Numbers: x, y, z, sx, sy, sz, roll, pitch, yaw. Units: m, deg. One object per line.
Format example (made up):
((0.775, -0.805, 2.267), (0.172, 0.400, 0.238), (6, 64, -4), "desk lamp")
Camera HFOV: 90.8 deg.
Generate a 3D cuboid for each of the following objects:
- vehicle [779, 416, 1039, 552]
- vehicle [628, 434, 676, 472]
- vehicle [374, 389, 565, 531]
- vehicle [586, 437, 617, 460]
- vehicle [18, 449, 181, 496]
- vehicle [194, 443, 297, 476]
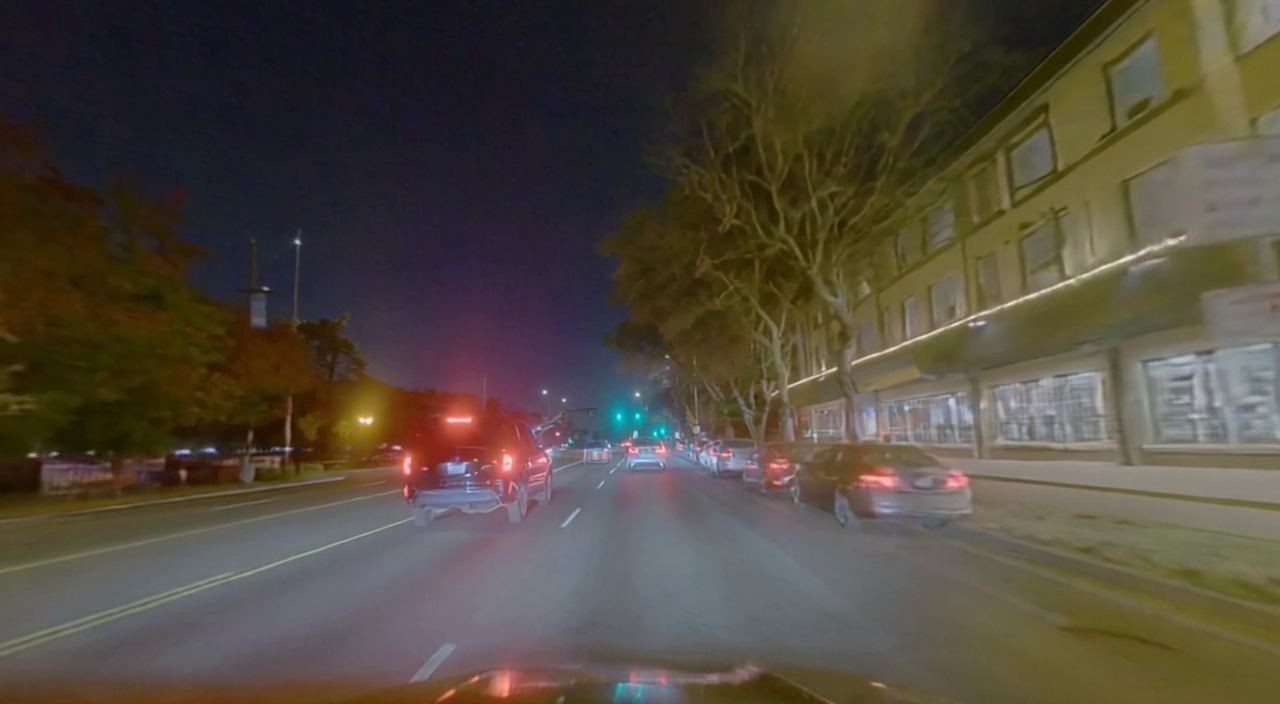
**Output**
((3.825, 1.964, 10.174), (1.947, 1.646, 4.782), (0, -8, -2), "vehicle")
((0.524, 4.818, 30.309), (2.126, 1.657, 4.132), (0, -8, -1), "vehicle")
((-2.876, 2.003, 12.155), (2.213, 2.123, 5.124), (0, -8, 0), "vehicle")
((-2.913, 7.330, 48.053), (2.028, 1.689, 4.162), (0, -8, 1), "vehicle")
((-23.047, 5.117, 27.097), (5.075, 1.581, 2.063), (-3, -8, -2), "vehicle")
((-23.977, 6.519, 38.517), (4.791, 1.928, 2.144), (0, -8, 0), "vehicle")
